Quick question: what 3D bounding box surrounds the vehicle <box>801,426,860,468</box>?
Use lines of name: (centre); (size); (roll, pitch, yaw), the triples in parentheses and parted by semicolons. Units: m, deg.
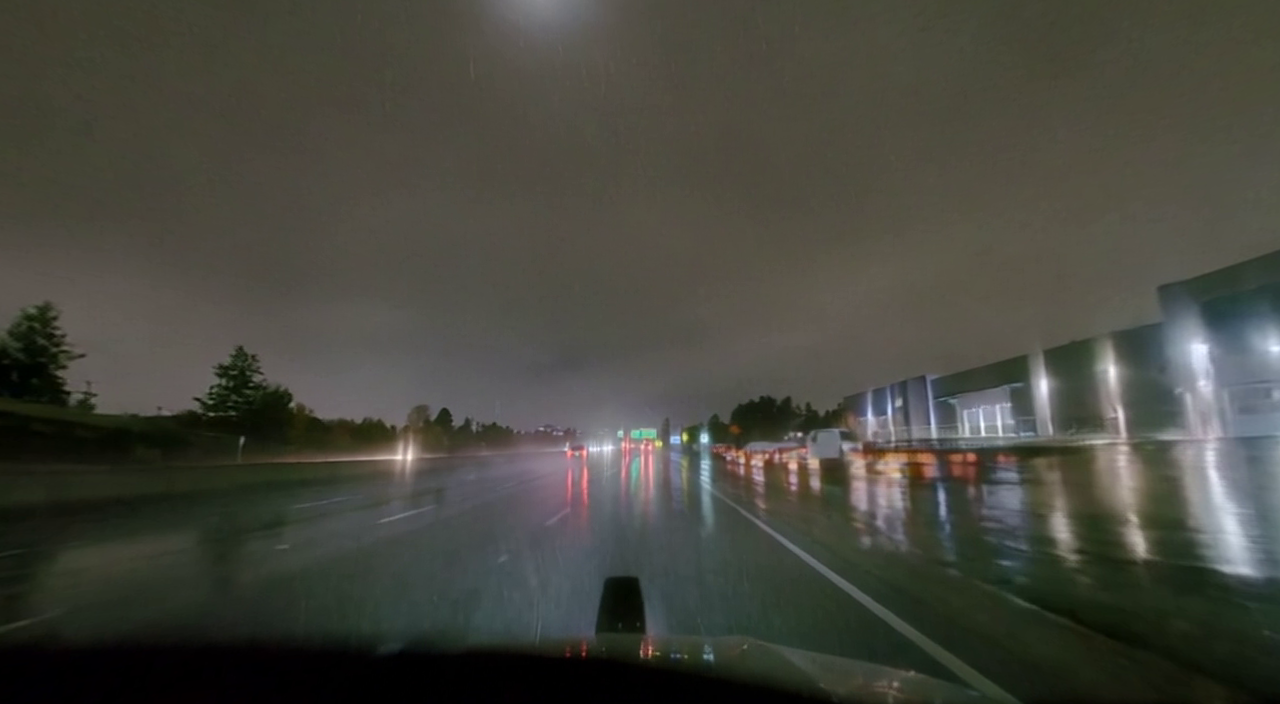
vehicle: (14.311, 7.223, 47.633); (2.763, 2.805, 4.926); (-2, -10, 0)
